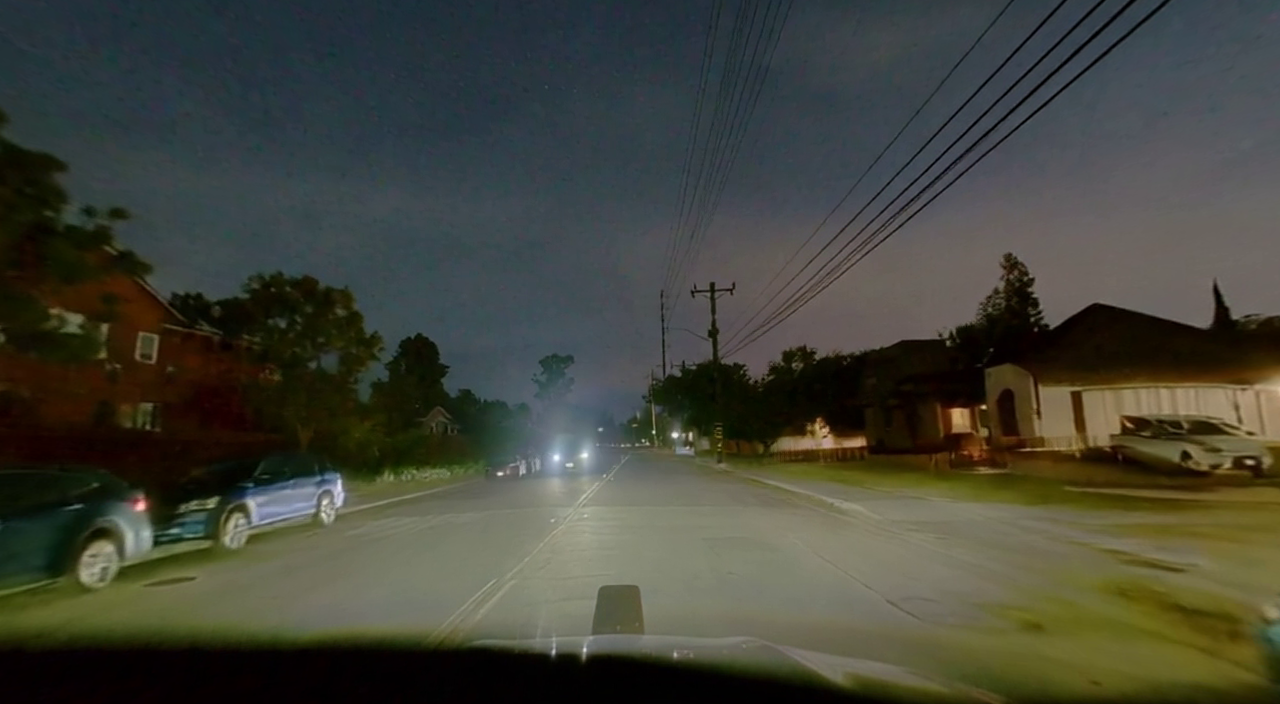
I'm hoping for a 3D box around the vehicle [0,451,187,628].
[{"bbox_3d":[-6.456,1.666,5.285,1.995,1.469,4.931,-4,-8,-4],"label":"vehicle"}]

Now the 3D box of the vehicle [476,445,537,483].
[{"bbox_3d":[-6.457,5.427,30.946,2.055,1.666,4.168,-2,-9,1],"label":"vehicle"}]

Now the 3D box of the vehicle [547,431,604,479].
[{"bbox_3d":[-3.049,4.994,30.765,2.154,2.051,4.571,-2,-9,2],"label":"vehicle"}]

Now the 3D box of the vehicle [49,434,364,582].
[{"bbox_3d":[-6.634,2.358,10.530,1.985,1.712,4.703,-5,-8,-1],"label":"vehicle"}]

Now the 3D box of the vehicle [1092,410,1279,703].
[{"bbox_3d":[3.746,0.787,1.231,2.108,1.493,4.878,0,-8,0],"label":"vehicle"}]
